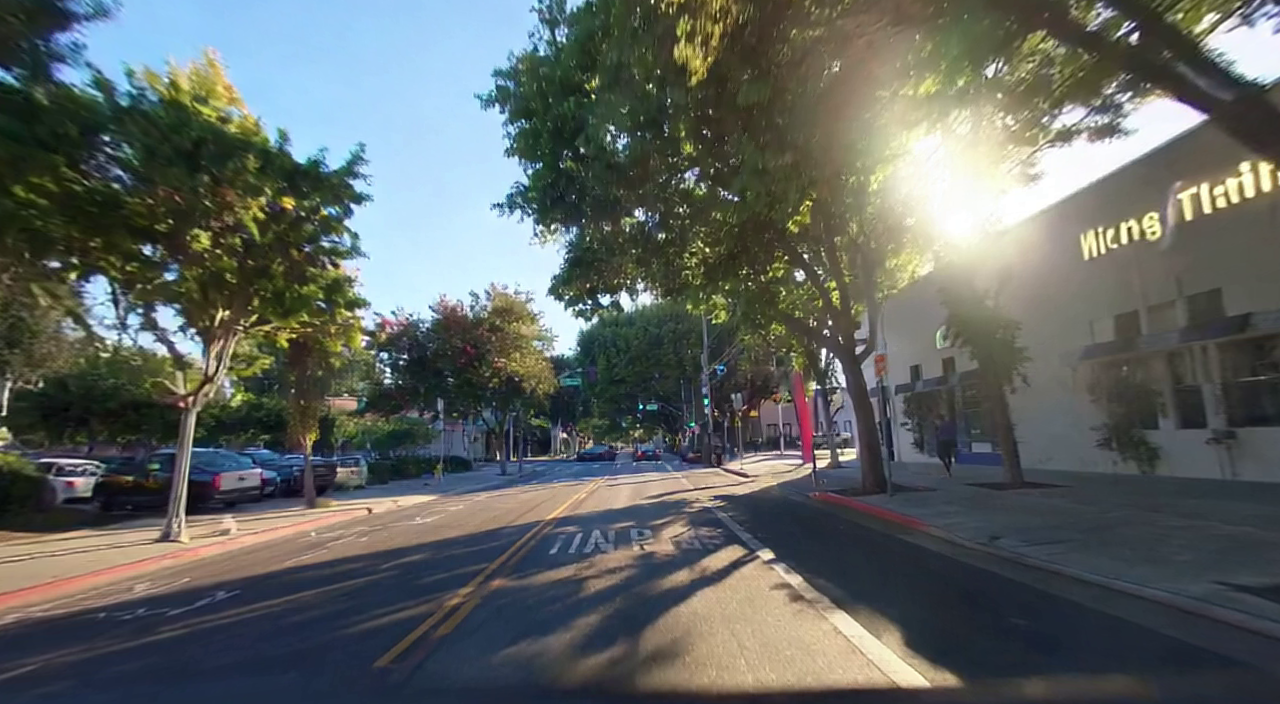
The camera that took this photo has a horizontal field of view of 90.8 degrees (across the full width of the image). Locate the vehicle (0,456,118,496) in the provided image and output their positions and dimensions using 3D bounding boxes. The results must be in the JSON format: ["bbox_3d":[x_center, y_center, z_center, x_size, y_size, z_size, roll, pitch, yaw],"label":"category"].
[{"bbox_3d":[-26.072,5.488,28.083,3.892,1.518,2.147,-2,-8,2],"label":"vehicle"}]

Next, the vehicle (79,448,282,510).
[{"bbox_3d":[-13.138,3.624,18.285,4.294,1.634,1.972,0,-8,1],"label":"vehicle"}]

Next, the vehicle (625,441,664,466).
[{"bbox_3d":[0.213,6.439,40.122,2.118,1.478,4.624,1,-8,-5],"label":"vehicle"}]
